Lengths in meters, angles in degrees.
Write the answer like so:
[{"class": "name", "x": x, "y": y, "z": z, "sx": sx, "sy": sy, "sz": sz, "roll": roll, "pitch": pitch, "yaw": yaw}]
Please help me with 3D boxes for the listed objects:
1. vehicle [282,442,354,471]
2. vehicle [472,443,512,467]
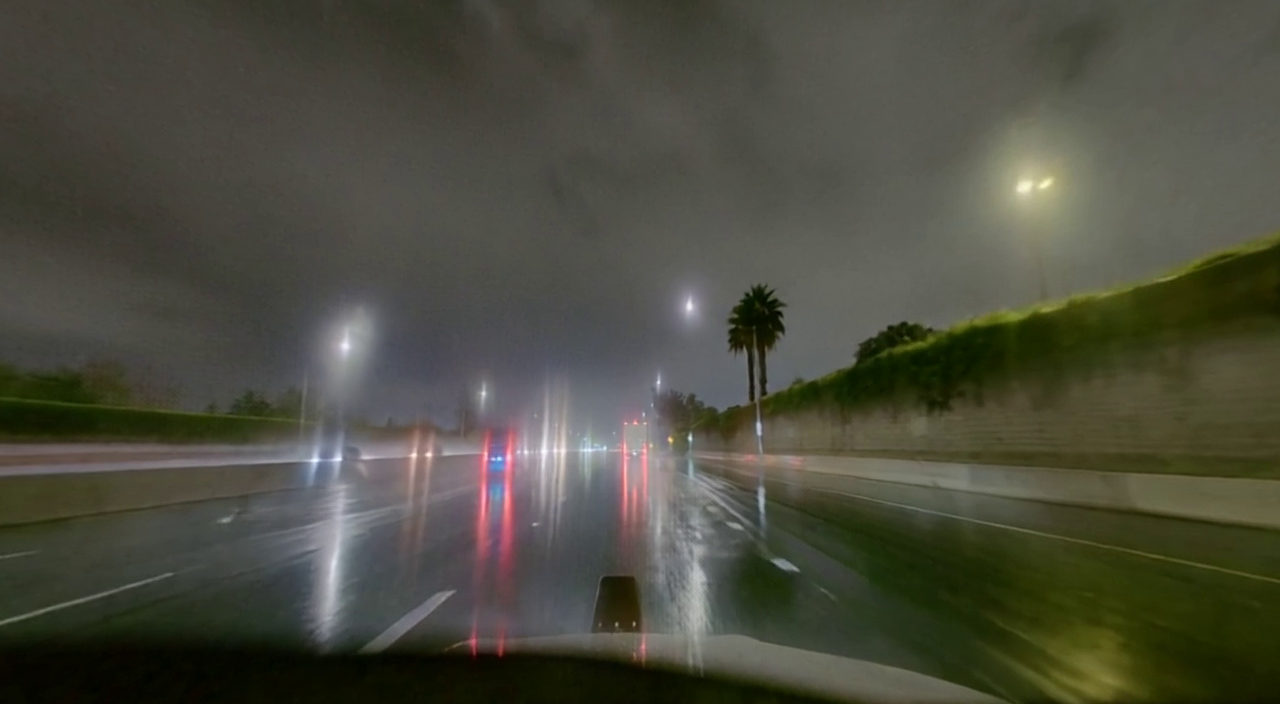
[{"class": "vehicle", "x": -20.005, "y": 6.490, "z": 39.526, "sx": 2.041, "sy": 1.702, "sz": 4.717, "roll": 0, "pitch": -9, "yaw": -1}, {"class": "vehicle", "x": -10.679, "y": 7.479, "z": 45.968, "sx": 1.897, "sy": 1.653, "sz": 4.113, "roll": 0, "pitch": -9, "yaw": 0}]
